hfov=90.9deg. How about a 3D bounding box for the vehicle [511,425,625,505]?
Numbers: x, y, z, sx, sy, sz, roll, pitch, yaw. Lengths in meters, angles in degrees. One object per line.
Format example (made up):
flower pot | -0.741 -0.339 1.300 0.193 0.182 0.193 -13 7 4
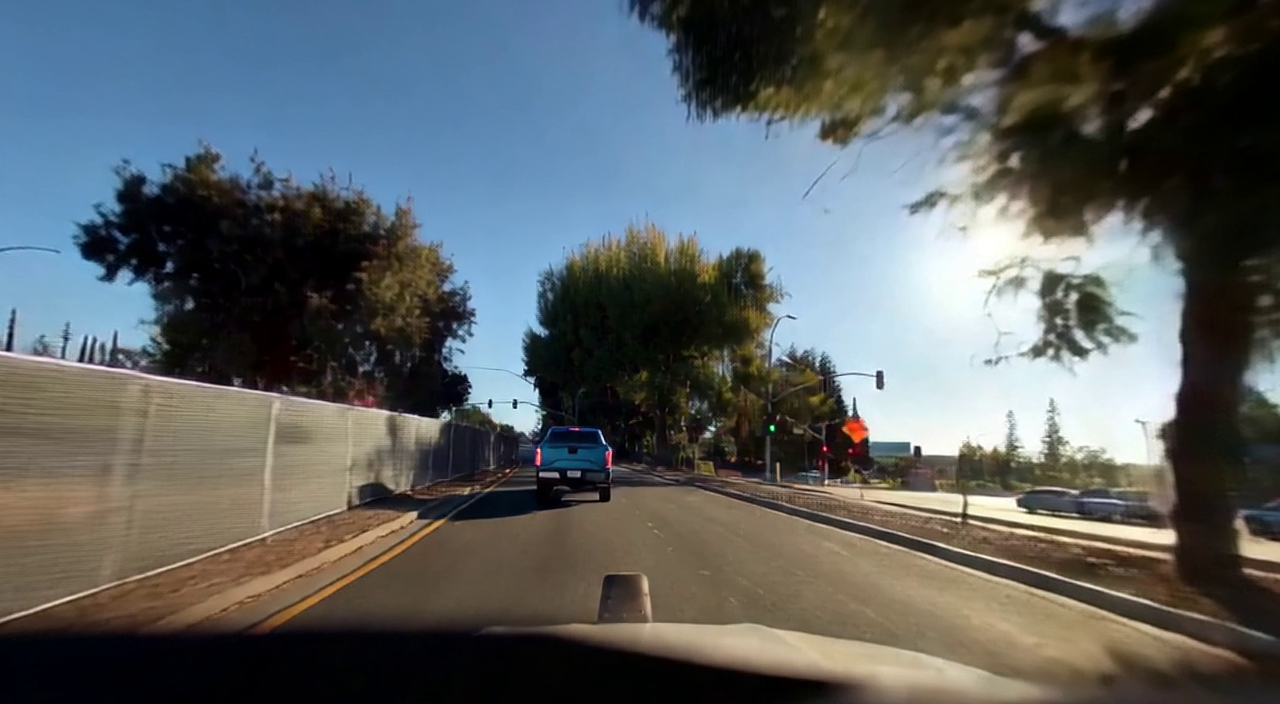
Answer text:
vehicle | -1.733 2.830 16.285 2.436 1.698 5.322 0 -8 -4

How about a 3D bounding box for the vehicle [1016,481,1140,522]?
vehicle | 18.871 6.446 27.448 1.808 1.467 4.360 2 -10 -9

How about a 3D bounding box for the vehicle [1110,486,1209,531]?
vehicle | 23.606 7.066 28.826 1.751 1.576 3.933 8 -10 10
